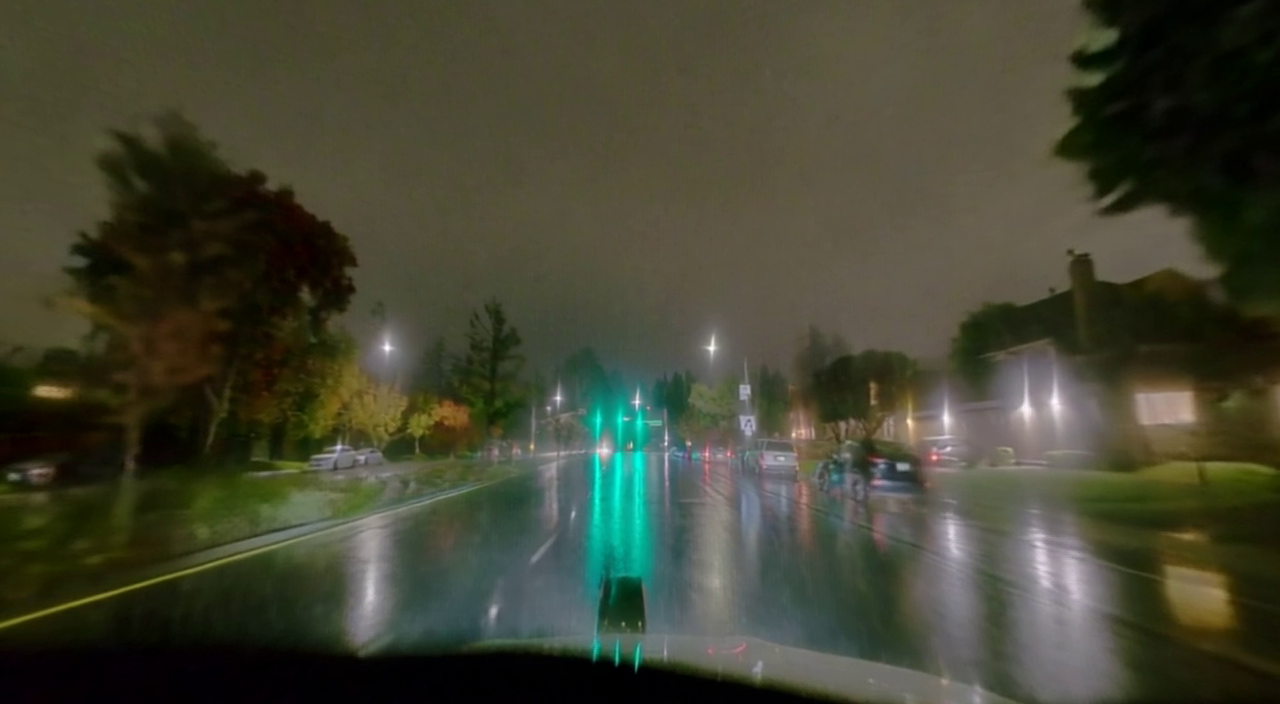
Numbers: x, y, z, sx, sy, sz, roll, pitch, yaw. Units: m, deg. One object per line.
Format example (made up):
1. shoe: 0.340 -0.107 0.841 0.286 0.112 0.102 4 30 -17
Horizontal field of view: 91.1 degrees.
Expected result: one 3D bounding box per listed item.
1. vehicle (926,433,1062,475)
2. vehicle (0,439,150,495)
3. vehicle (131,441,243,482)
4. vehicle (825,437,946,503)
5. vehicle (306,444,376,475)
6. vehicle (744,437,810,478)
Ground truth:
1. vehicle: 15.118 4.379 27.056 4.554 1.727 2.085 0 -9 3
2. vehicle: -21.367 4.251 23.612 1.990 1.844 4.902 0 -9 -2
3. vehicle: -21.431 5.200 30.011 1.901 1.785 4.676 0 -9 -1
4. vehicle: 7.086 3.436 18.702 1.910 1.686 4.399 0 -9 2
5. vehicle: -20.873 7.467 44.085 2.196 1.854 5.677 -1 -7 -1
6. vehicle: 6.754 5.268 31.544 2.032 1.844 4.964 0 -9 -2
